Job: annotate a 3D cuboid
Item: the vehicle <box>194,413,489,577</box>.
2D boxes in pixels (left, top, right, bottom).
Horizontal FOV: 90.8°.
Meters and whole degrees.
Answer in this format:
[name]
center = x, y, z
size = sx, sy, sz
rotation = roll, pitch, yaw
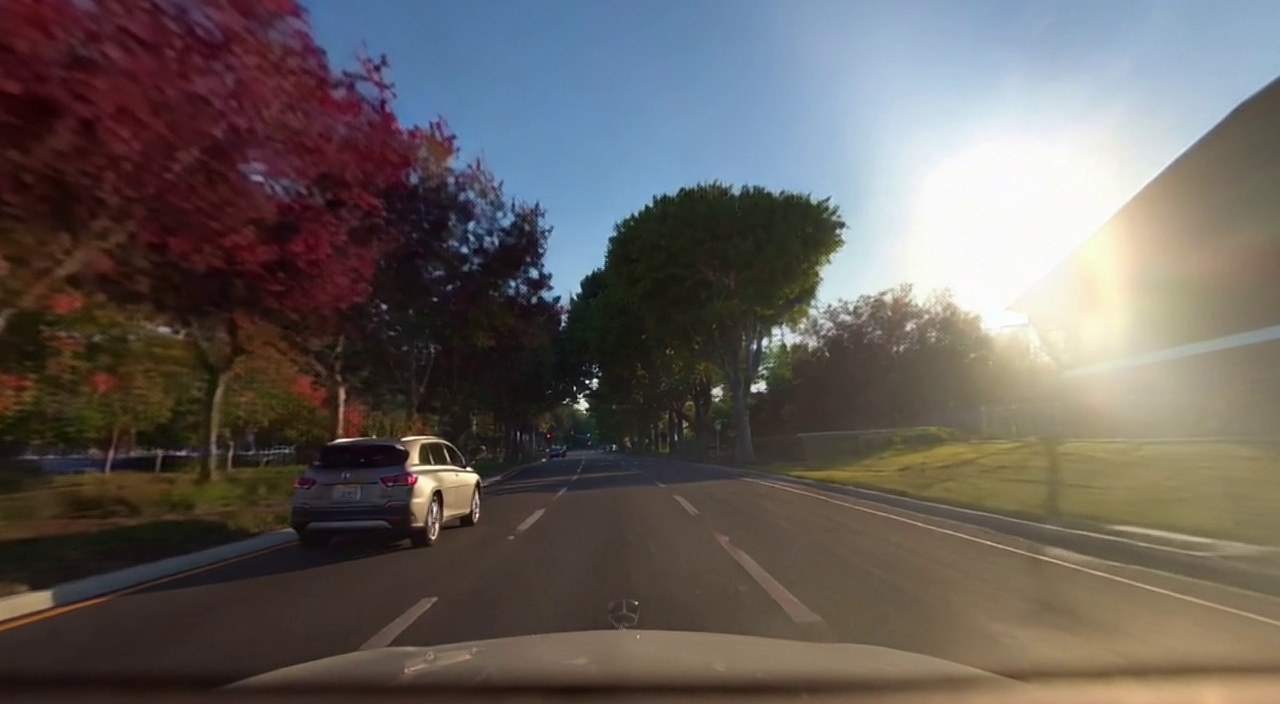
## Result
[vehicle]
center = -3.665, 1.837, 8.953
size = 2.067, 1.700, 4.561
rotation = 0, -9, -2
